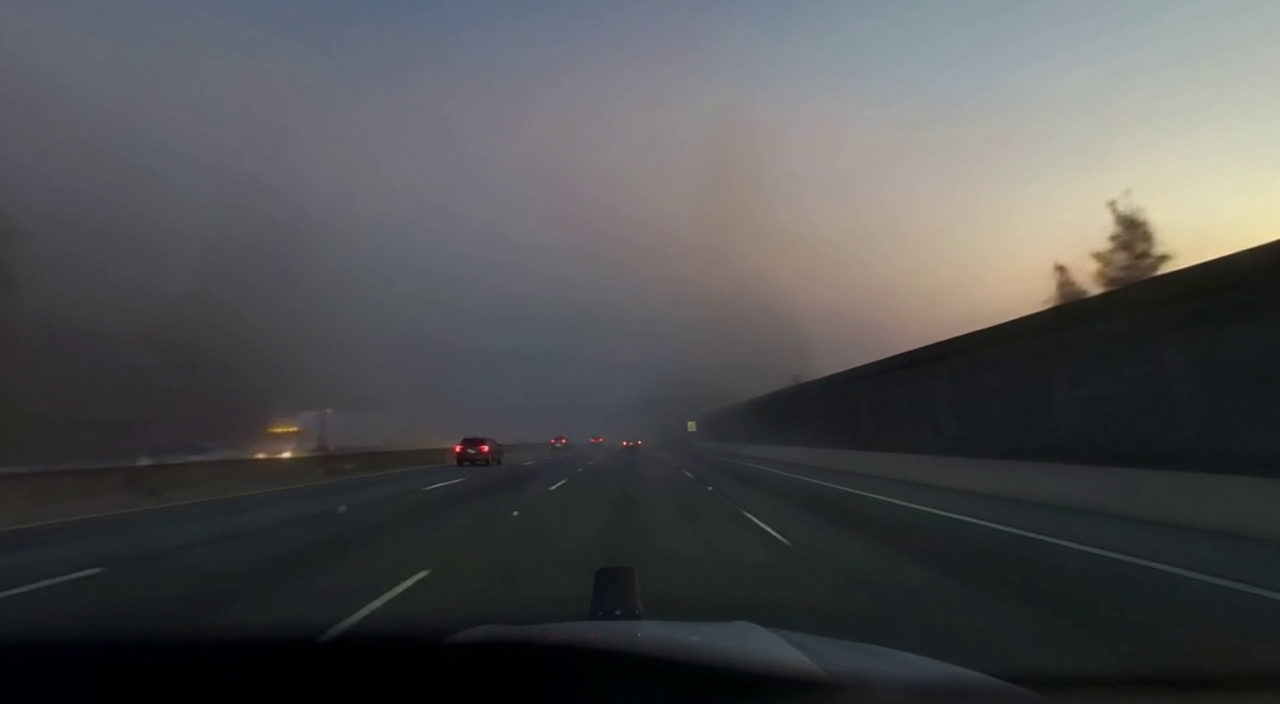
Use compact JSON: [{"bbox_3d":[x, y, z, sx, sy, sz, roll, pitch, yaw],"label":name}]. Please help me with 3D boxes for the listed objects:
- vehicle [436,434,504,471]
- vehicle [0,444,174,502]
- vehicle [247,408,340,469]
[{"bbox_3d":[-7.664,4.549,28.722,1.972,1.532,4.222,0,-8,-1],"label":"vehicle"},{"bbox_3d":[-16.520,3.555,18.975,1.812,1.519,3.999,0,-8,0],"label":"vehicle"},{"bbox_3d":[-24.144,6.051,44.264,2.958,3.907,6.382,1,-7,-2],"label":"vehicle"}]
